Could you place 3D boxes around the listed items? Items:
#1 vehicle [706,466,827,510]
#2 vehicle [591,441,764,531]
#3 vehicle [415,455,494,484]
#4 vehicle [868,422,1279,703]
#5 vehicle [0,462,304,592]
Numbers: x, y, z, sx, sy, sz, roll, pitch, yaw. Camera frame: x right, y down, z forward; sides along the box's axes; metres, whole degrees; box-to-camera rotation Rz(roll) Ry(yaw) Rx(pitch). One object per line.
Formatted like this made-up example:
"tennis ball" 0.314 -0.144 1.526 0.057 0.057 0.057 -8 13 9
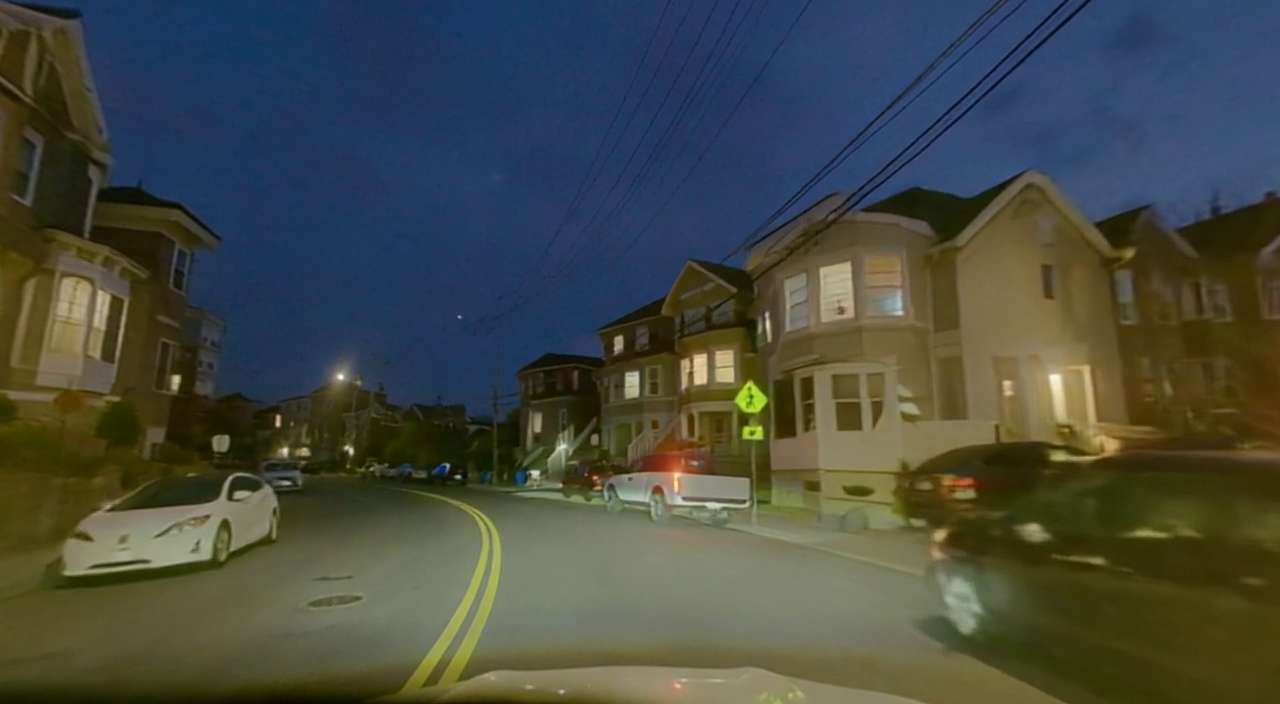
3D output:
"vehicle" 4.964 5.266 24.759 4.351 1.424 1.994 4 -10 -28
"vehicle" 0.721 3.409 16.737 2.449 1.869 5.504 7 -11 -19
"vehicle" -14.511 9.266 49.670 5.523 2.018 2.216 10 -19 -43
"vehicle" 3.307 1.232 3.653 1.923 1.531 4.568 1 -9 -5
"vehicle" -7.392 2.585 10.252 2.197 1.462 4.524 2 -9 -12
